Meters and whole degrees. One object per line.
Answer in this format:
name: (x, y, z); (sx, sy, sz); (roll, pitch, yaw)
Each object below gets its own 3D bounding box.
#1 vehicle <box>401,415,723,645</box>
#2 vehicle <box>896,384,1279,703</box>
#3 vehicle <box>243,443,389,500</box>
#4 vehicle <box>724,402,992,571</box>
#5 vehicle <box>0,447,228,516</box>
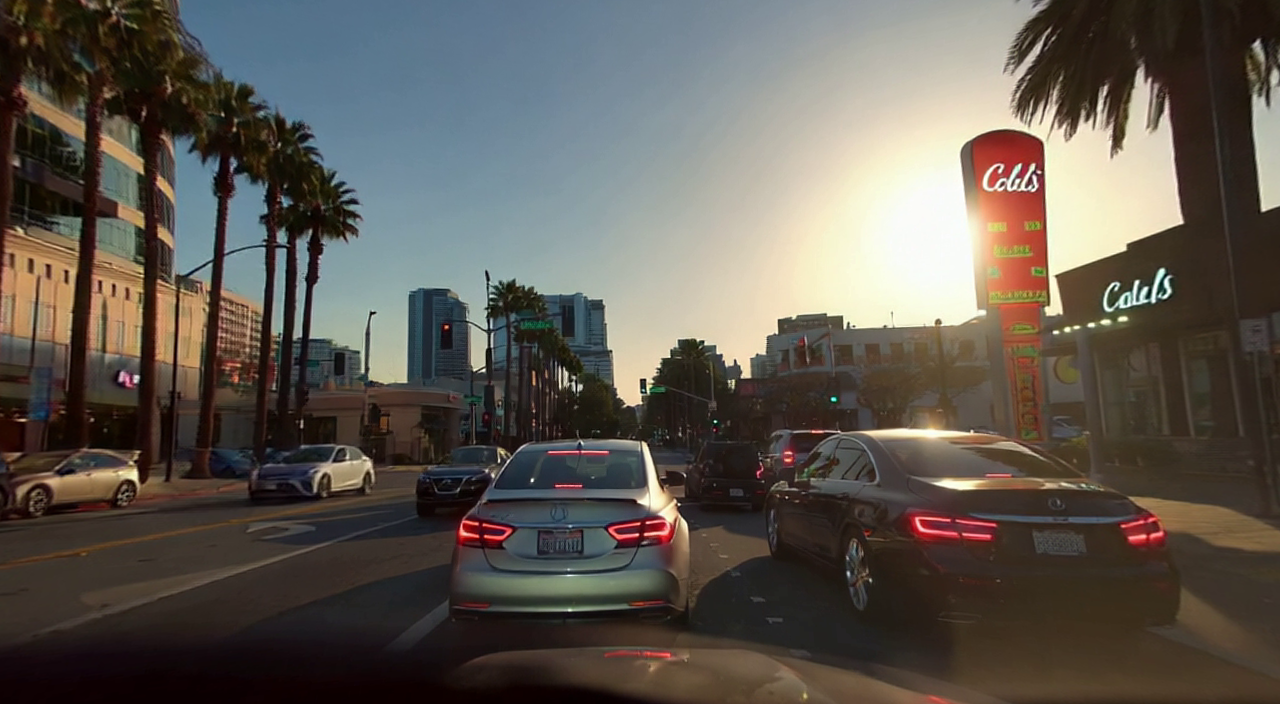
vehicle: (-0.512, 1.473, 6.236); (2.096, 1.492, 4.071); (0, -9, 0)
vehicle: (2.606, 0.813, 1.499); (2.085, 1.469, 4.458); (0, -9, -1)
vehicle: (-9.191, 3.406, 18.445); (1.949, 1.442, 4.502); (0, -9, -2)
vehicle: (2.617, 1.761, 8.993); (2.096, 1.775, 4.440); (0, -9, -2)
vehicle: (-12.856, 3.138, 15.936); (1.870, 1.475, 4.531); (0, -9, 0)
